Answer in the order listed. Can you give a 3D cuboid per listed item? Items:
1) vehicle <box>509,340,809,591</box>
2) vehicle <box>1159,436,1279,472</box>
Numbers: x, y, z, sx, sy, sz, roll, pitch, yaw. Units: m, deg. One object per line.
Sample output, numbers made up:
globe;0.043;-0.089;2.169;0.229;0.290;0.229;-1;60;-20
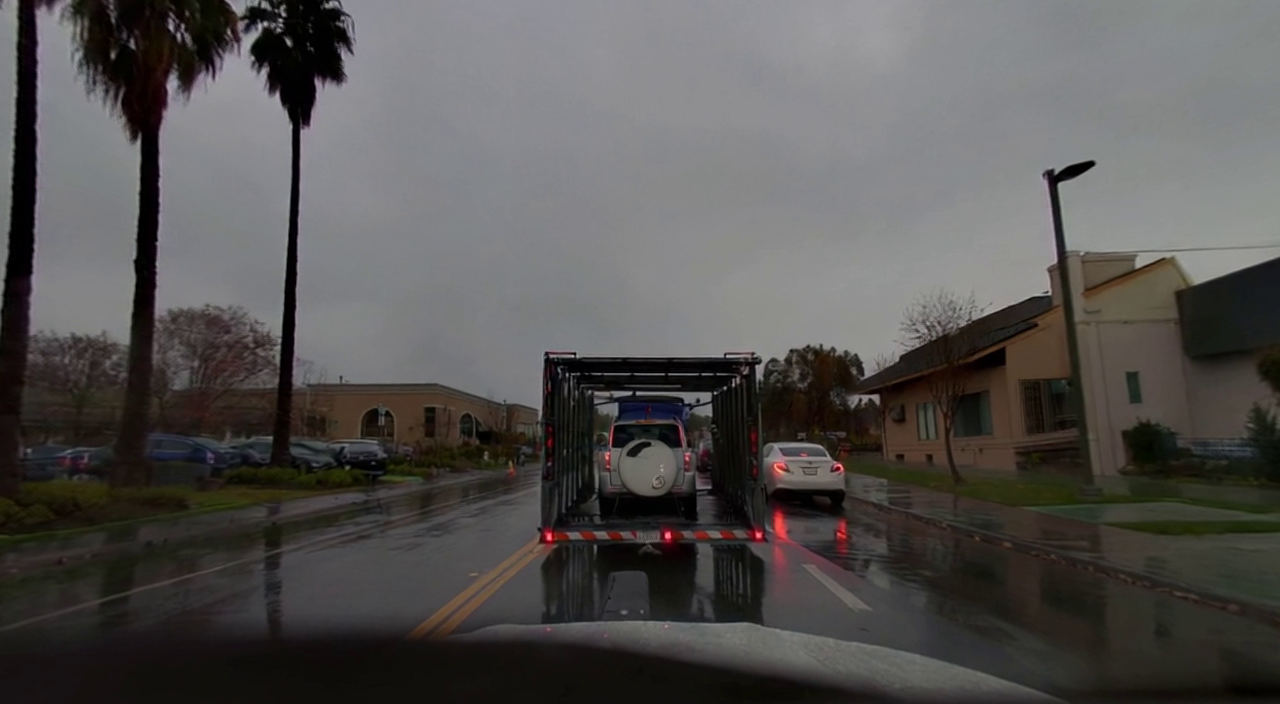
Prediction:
vehicle;0.180;1.512;9.083;2.728;2.305;6.506;0;-8;0
vehicle;28.571;5.000;30.885;4.193;1.633;1.928;-4;-9;26
